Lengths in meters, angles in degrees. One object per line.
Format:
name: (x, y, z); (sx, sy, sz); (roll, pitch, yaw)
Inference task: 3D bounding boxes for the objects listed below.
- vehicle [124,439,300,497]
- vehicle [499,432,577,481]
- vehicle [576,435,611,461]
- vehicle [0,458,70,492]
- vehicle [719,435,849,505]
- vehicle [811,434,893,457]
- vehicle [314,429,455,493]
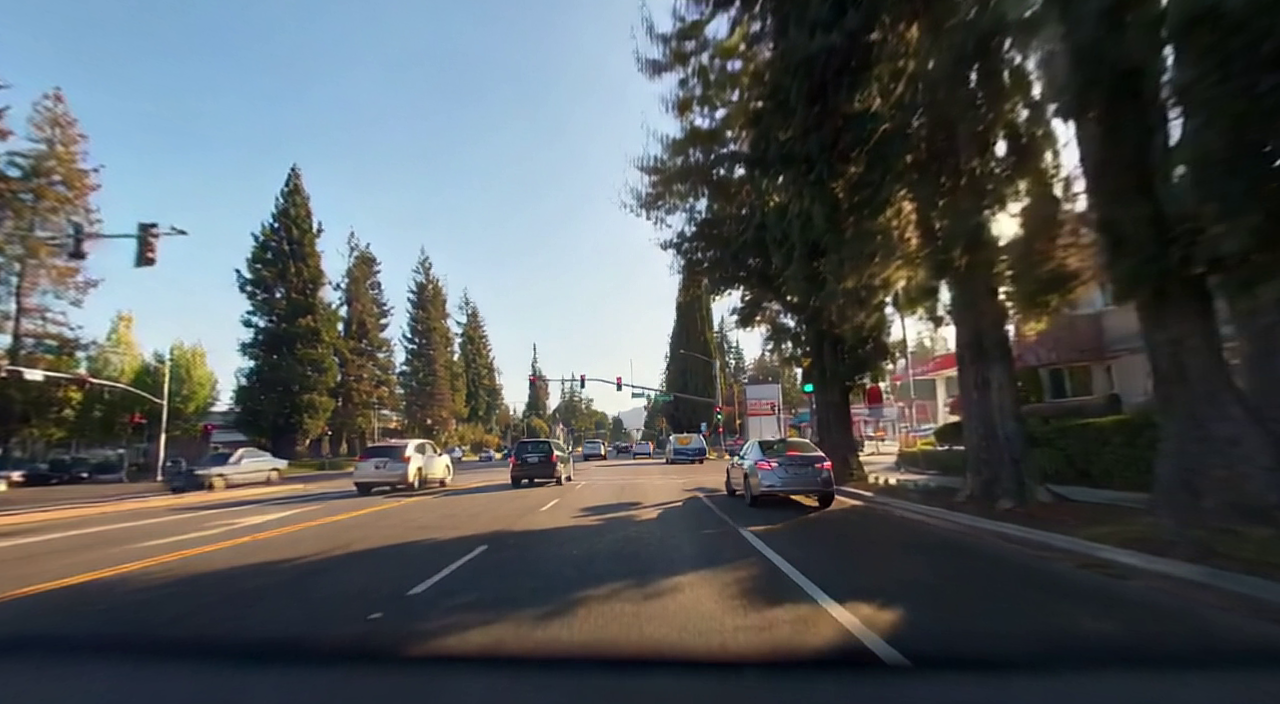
vehicle: (-15.730, 4.269, 23.751); (2.486, 1.876, 5.659); (0, -8, 2)
vehicle: (-3.850, 4.032, 24.636); (2.250, 1.713, 4.422); (0, -8, 1)
vehicle: (-3.410, 7.190, 47.057); (2.126, 1.810, 4.414); (0, -8, 1)
vehicle: (-35.986, 7.076, 36.036); (4.573, 1.705, 2.377); (-2, -8, 2)
vehicle: (3.360, 2.881, 15.839); (2.095, 1.475, 4.686); (0, -8, -1)
vehicle: (14.409, 6.398, 42.946); (4.776, 1.486, 2.138); (1, -9, -5)
vehicle: (-7.830, 3.393, 20.057); (2.224, 1.747, 5.274); (0, -8, 0)
